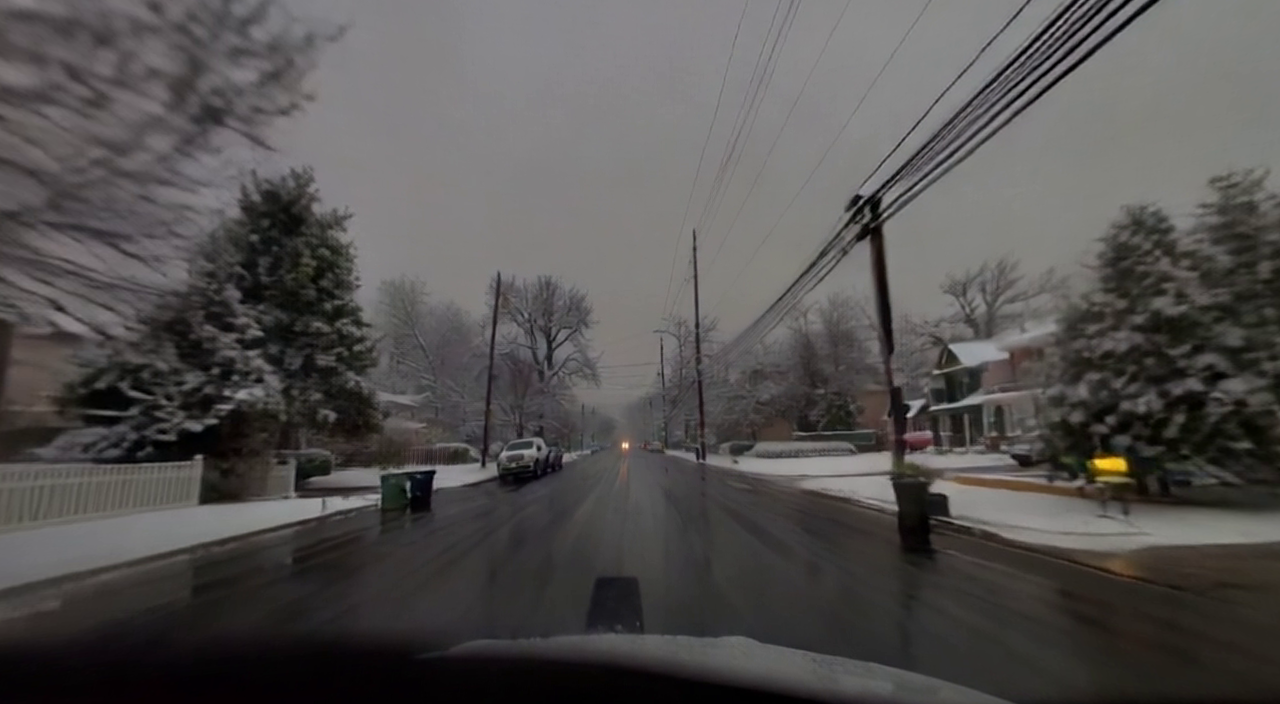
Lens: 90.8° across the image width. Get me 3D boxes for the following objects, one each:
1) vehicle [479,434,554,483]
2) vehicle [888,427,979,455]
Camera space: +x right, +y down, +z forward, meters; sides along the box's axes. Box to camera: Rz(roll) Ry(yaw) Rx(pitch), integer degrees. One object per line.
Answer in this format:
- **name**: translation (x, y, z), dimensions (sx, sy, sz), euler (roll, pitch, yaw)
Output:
- **vehicle**: translation (-5.851, 5.129, 30.839), dimensions (2.411, 1.979, 5.915), euler (-5, -8, 0)
- **vehicle**: translation (17.394, 5.323, 37.626), dimensions (4.372, 1.490, 2.032), euler (-1, -10, 1)
